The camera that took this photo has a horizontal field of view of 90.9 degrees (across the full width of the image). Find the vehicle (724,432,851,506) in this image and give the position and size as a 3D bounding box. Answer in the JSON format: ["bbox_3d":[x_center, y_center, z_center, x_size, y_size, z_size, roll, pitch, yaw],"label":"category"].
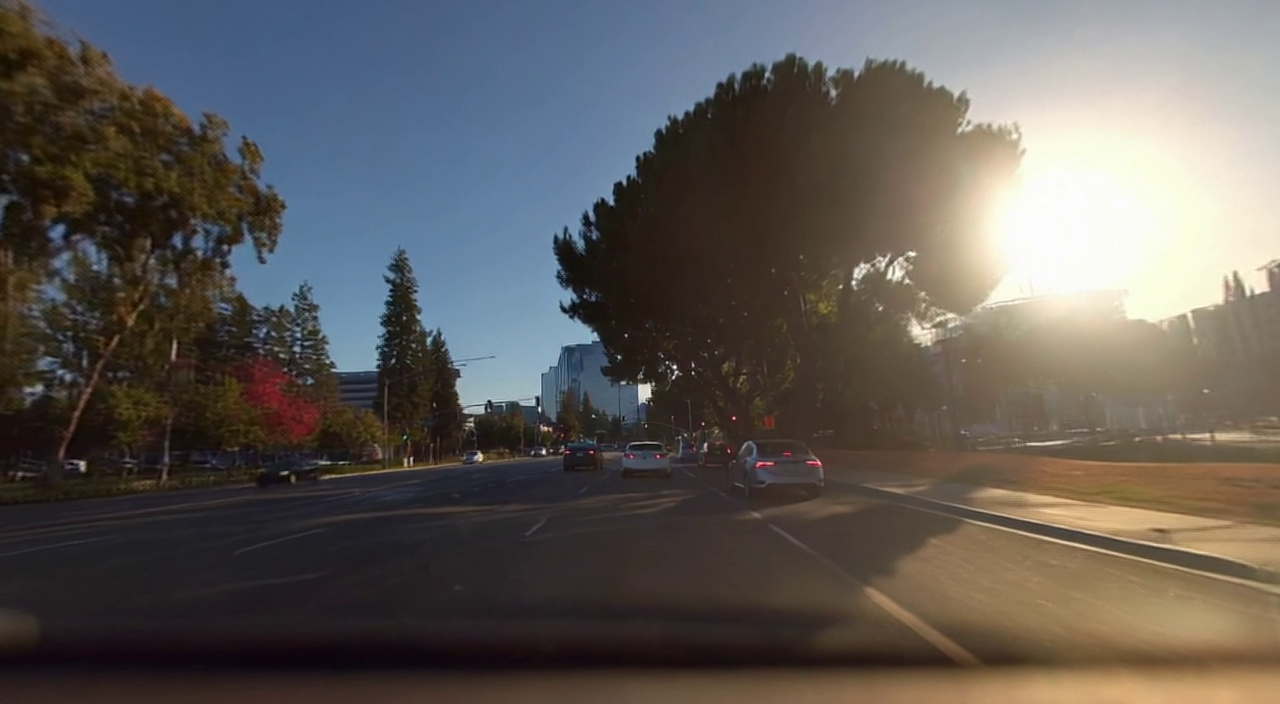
[{"bbox_3d":[3.308,2.715,15.084,1.948,1.474,4.360,0,-8,0],"label":"vehicle"}]

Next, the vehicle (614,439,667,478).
[{"bbox_3d":[0.082,4.233,25.304,1.971,1.433,3.923,-1,-8,2],"label":"vehicle"}]

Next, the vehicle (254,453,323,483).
[{"bbox_3d":[-22.649,7.475,40.817,1.898,1.743,4.365,-1,-8,1],"label":"vehicle"}]

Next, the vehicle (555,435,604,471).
[{"bbox_3d":[-3.108,5.253,33.073,2.023,1.720,4.452,-1,-8,2],"label":"vehicle"}]

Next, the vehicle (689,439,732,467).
[{"bbox_3d":[3.934,5.741,36.025,1.913,1.463,4.198,0,-8,-1],"label":"vehicle"}]
